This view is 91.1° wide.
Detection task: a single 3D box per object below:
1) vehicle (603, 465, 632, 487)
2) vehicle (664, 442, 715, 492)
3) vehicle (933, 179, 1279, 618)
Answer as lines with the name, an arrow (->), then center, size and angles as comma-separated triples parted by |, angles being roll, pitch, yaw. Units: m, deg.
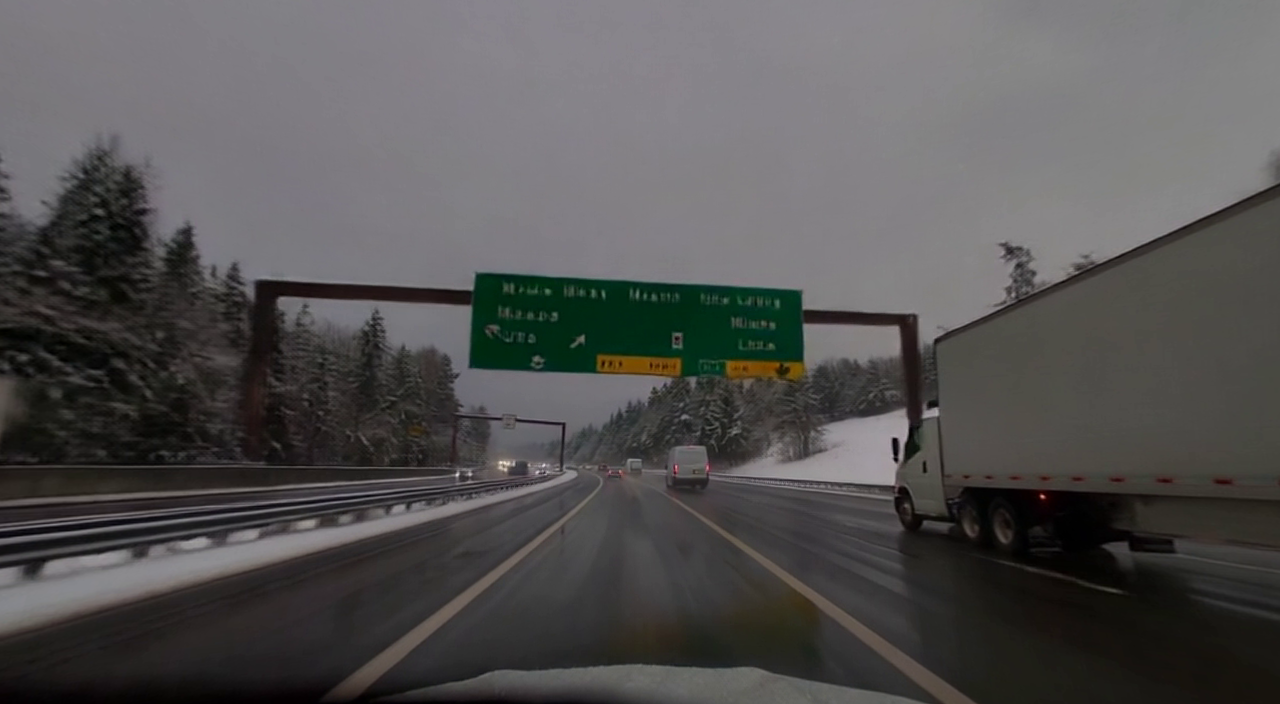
vehicle -> -1.771, 9.607, 48.845 | 2.106, 1.524, 4.381 | 1, -10, -2
vehicle -> 2.790, 6.675, 36.478 | 2.291, 2.639, 5.280 | 1, -10, -3
vehicle -> 7.524, 0.355, 5.451 | 2.866, 4.102, 14.351 | 1, -10, -1
